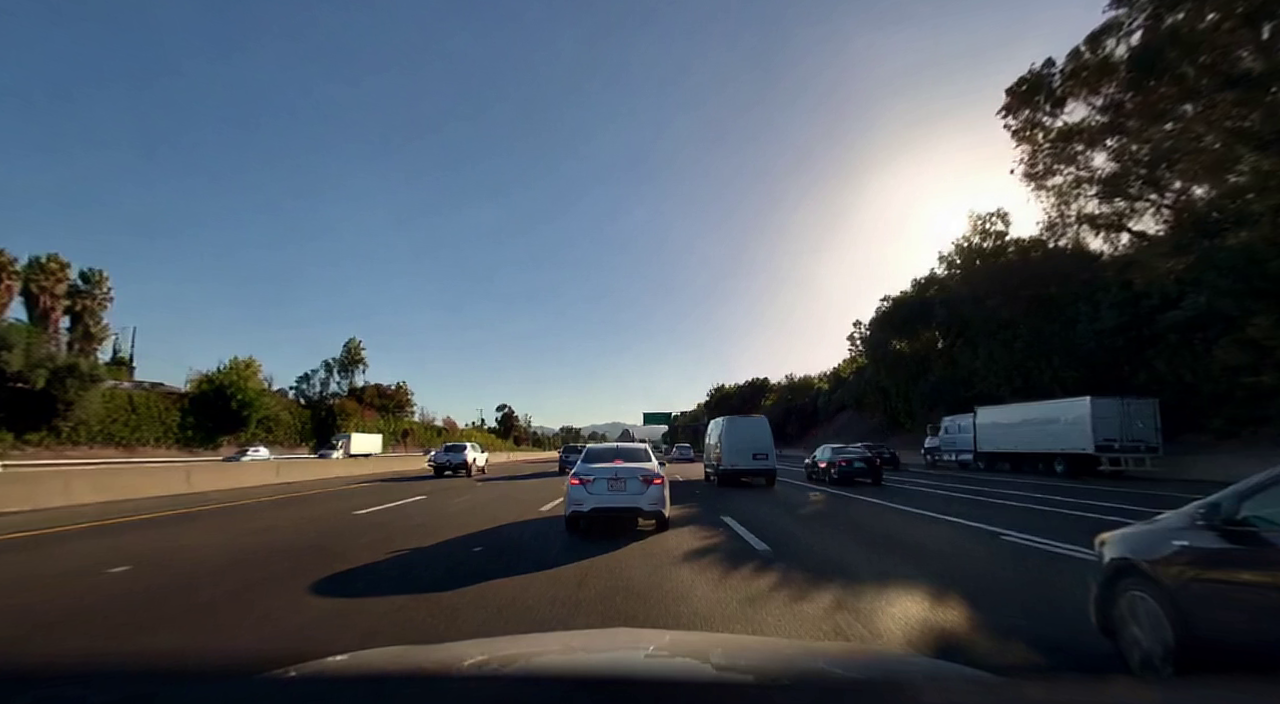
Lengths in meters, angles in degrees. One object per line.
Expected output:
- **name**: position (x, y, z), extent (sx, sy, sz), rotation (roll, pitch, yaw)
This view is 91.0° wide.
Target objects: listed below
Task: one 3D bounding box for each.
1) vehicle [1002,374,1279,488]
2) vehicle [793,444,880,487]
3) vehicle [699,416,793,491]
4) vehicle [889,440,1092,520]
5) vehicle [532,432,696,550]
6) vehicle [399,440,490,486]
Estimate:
- **vehicle**: position (21.401, 3.608, 27.831), extent (2.970, 4.079, 10.086), rotation (3, -9, -14)
- **vehicle**: position (7.446, 4.315, 24.311), extent (1.942, 1.482, 4.250), rotation (0, -9, -1)
- **vehicle**: position (3.582, 3.607, 22.551), extent (2.440, 2.313, 5.266), rotation (0, -9, 0)
- **vehicle**: position (7.636, 2.810, 14.391), extent (2.021, 1.505, 4.480), rotation (0, -9, -1)
- **vehicle**: position (-0.328, 2.128, 10.287), extent (2.132, 1.499, 4.038), rotation (0, -9, 0)
- **vehicle**: position (-7.325, 4.213, 24.145), extent (2.010, 1.557, 4.449), rotation (0, -9, 1)
